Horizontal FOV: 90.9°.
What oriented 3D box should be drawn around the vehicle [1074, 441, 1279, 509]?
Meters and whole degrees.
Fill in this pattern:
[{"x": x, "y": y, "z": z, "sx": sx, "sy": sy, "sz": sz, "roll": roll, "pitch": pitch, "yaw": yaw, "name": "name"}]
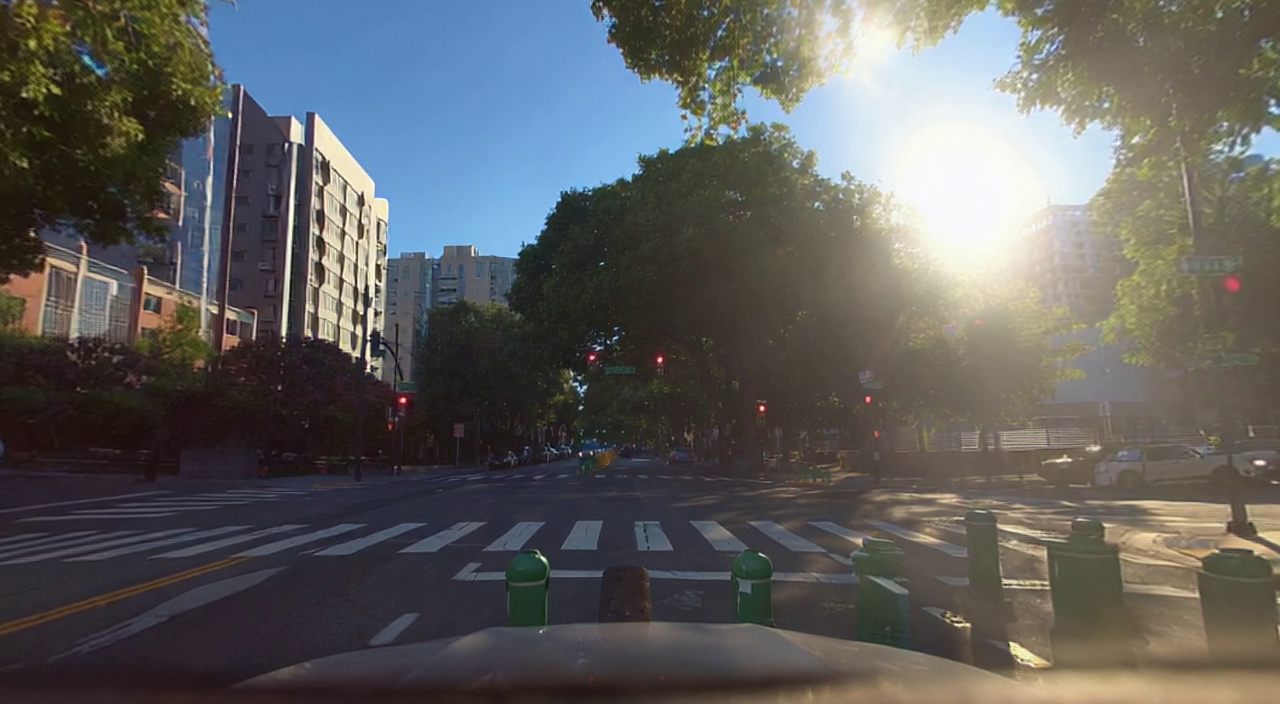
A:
[{"x": 12.977, "y": 2.800, "z": 14.563, "sx": 4.424, "sy": 1.436, "sz": 1.804, "roll": -1, "pitch": -9, "yaw": 5, "name": "vehicle"}]
